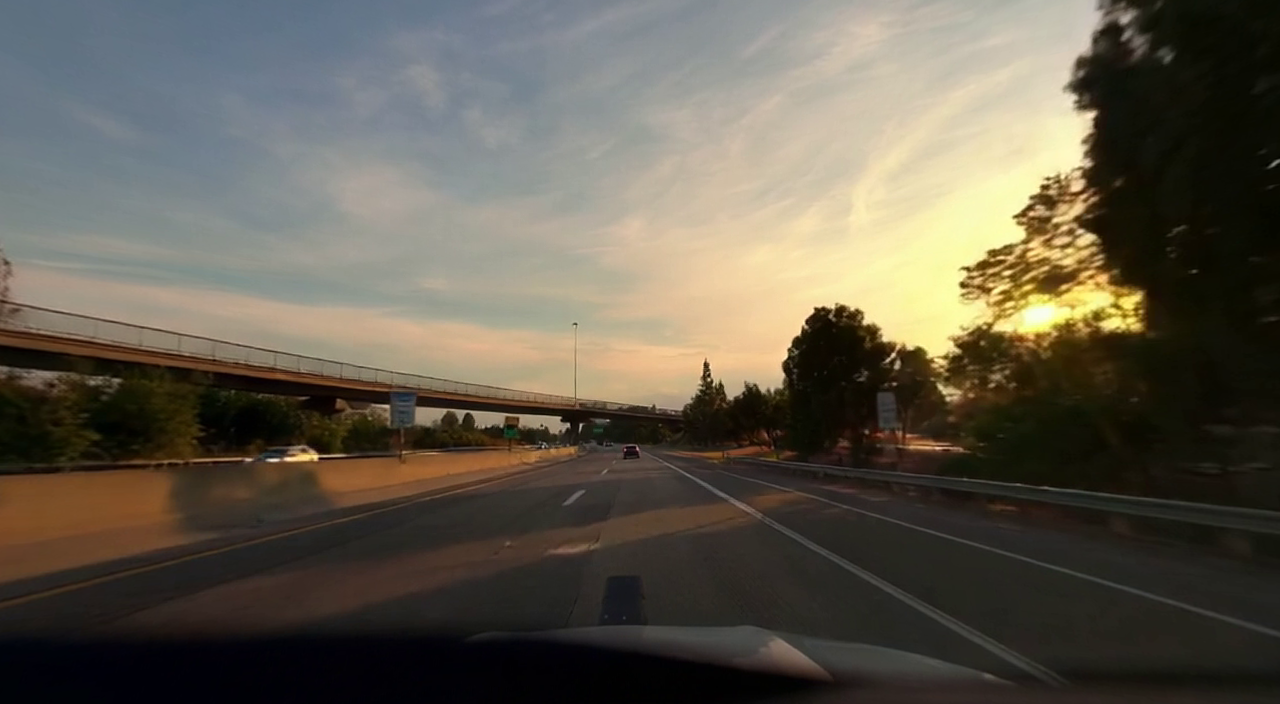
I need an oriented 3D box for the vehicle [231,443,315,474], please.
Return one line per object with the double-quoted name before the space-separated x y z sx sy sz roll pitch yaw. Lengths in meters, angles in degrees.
"vehicle" -18.154 5.283 31.404 1.735 1.423 4.074 0 -9 -1
